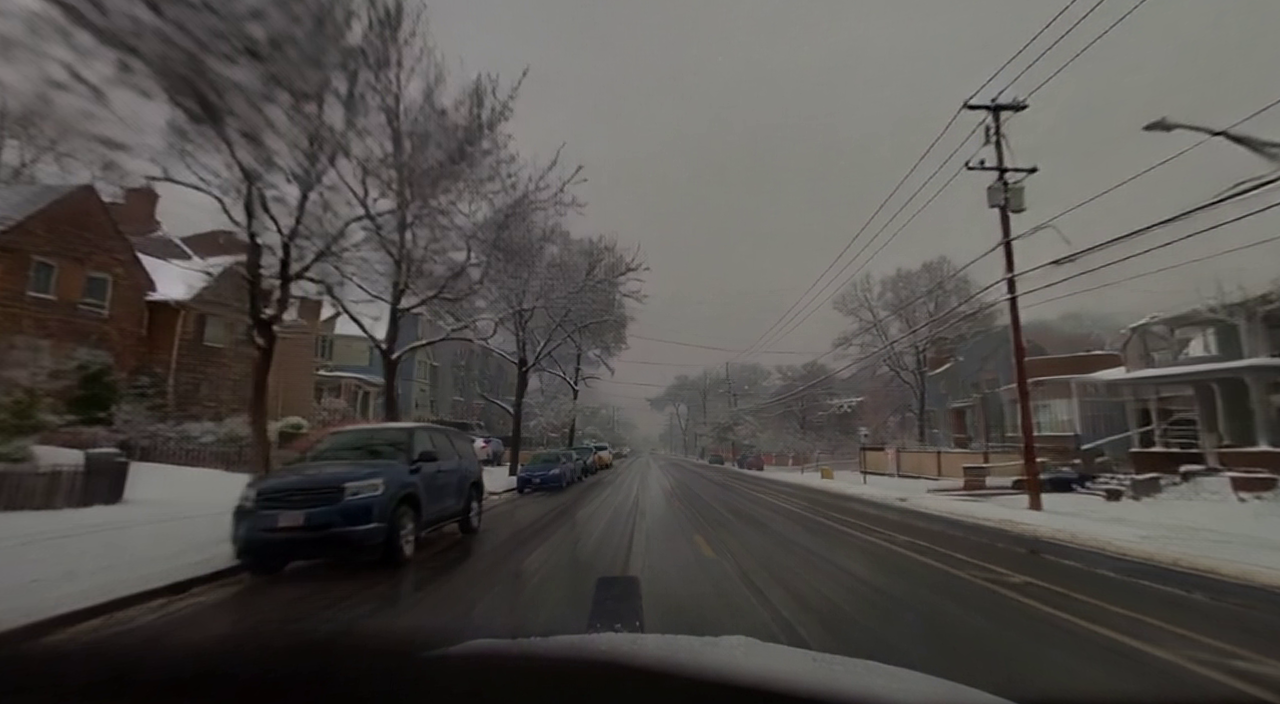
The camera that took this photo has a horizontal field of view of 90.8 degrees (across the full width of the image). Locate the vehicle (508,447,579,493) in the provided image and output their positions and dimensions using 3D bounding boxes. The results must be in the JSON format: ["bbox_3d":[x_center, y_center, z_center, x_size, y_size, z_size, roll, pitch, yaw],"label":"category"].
[{"bbox_3d":[-3.580,4.466,24.330,1.917,1.516,4.898,-2,-9,0],"label":"vehicle"}]

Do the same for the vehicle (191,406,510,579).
[{"bbox_3d":[-3.782,1.974,9.837,2.189,1.887,5.616,-1,-9,1],"label":"vehicle"}]
